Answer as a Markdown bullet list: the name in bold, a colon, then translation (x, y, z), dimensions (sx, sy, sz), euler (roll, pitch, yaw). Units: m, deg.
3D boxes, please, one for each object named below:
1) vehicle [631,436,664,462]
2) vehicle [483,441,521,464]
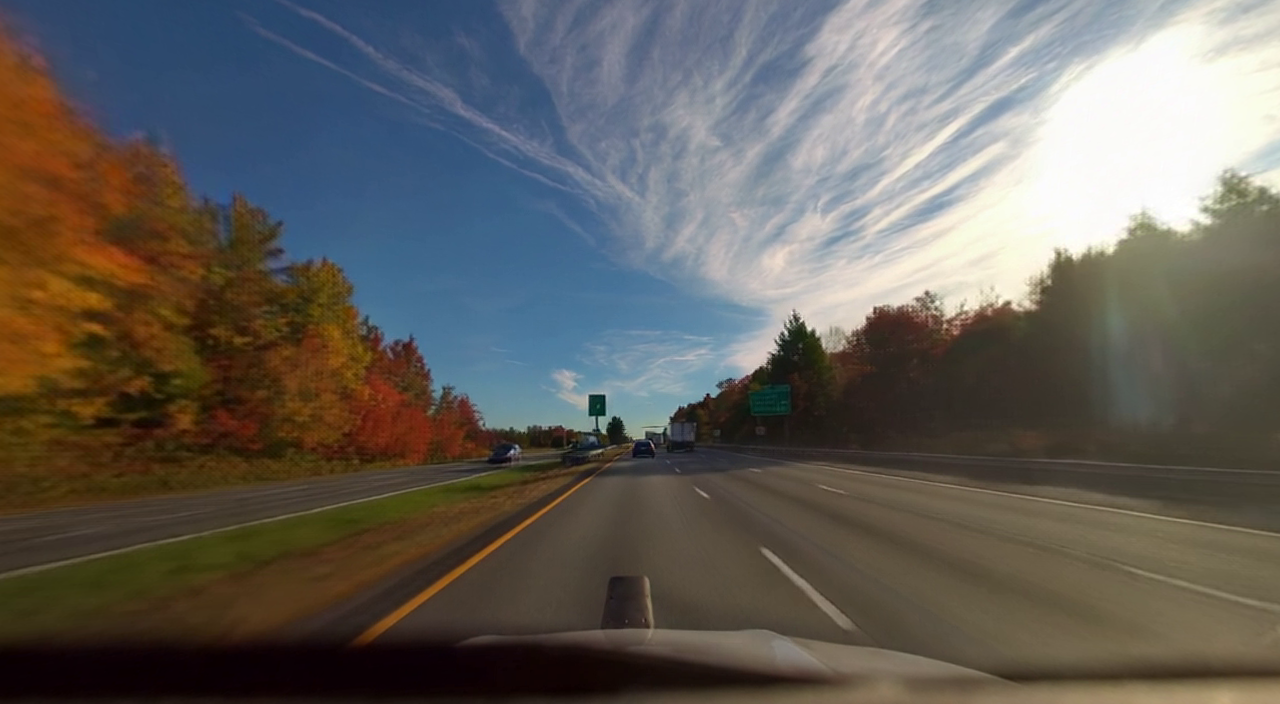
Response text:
- **vehicle**: translation (0.492, 5.998, 38.947), dimensions (1.924, 1.498, 3.817), euler (0, -8, 1)
- **vehicle**: translation (-9.942, 7.268, 45.648), dimensions (1.887, 1.520, 3.936), euler (0, -8, 0)
